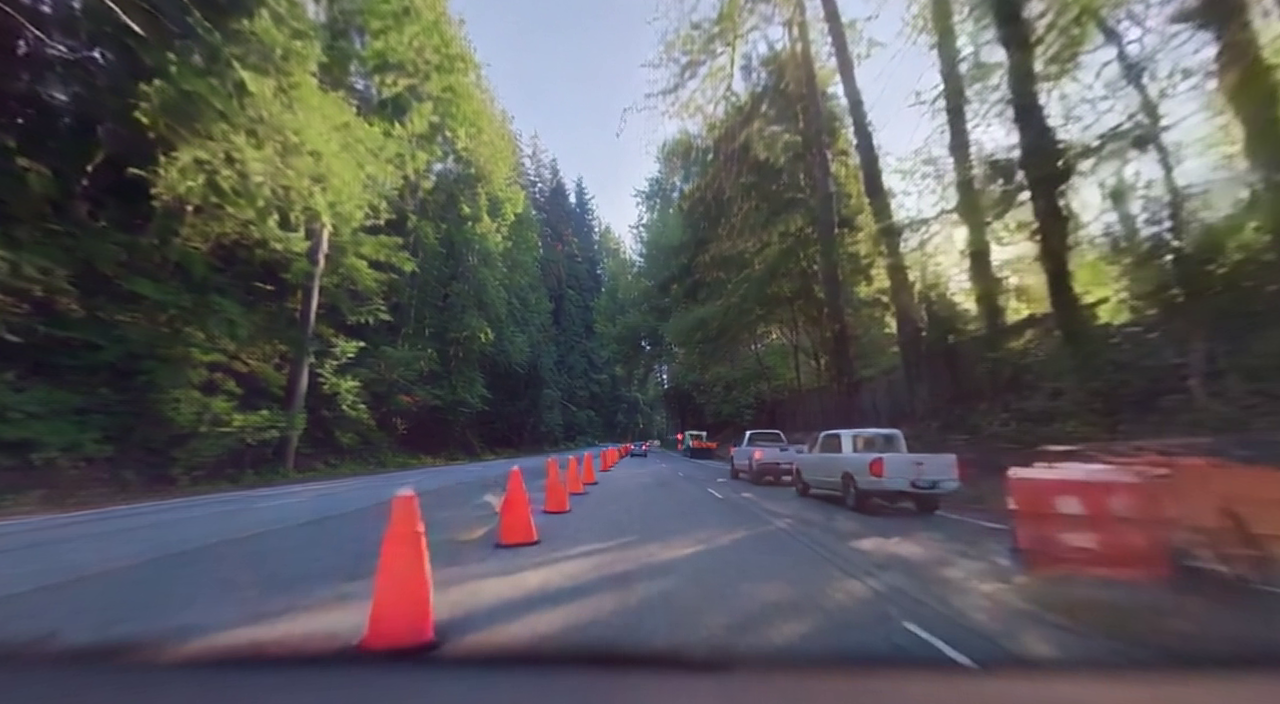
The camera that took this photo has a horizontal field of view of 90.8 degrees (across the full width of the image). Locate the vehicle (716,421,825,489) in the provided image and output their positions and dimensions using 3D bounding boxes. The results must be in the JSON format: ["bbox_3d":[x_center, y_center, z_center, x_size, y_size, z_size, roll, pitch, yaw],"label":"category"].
[{"bbox_3d":[4.678,3.999,23.925,2.694,2.177,6.177,1,-11,-1],"label":"vehicle"}]

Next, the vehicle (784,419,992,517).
[{"bbox_3d":[5.755,2.800,15.974,2.294,1.949,6.246,0,-8,-5],"label":"vehicle"}]
